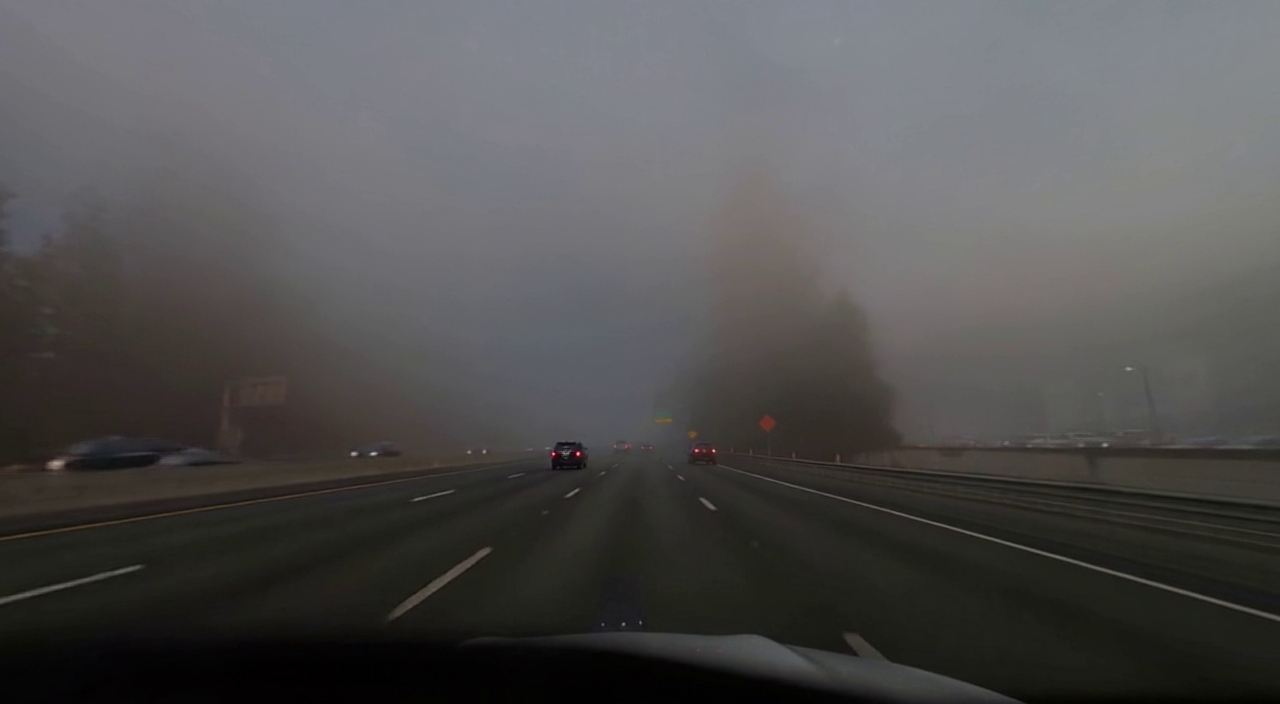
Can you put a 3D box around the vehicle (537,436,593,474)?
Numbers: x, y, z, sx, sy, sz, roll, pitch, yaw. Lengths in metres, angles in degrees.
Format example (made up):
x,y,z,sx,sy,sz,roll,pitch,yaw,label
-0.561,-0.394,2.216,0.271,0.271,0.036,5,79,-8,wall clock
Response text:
x,y,z,sx,sy,sz,roll,pitch,yaw,label
-3.640,5.093,31.462,2.196,1.733,4.355,0,-8,1,vehicle

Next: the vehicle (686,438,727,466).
x,y,z,sx,sy,sz,roll,pitch,yaw,label
4.420,6.680,42.353,2.229,1.704,4.392,0,-8,0,vehicle

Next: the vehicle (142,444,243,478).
x,y,z,sx,sy,sz,roll,pitch,yaw,label
-20.777,5.040,29.493,1.867,1.429,3.776,0,-8,1,vehicle

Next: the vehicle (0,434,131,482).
x,y,z,sx,sy,sz,roll,pitch,yaw,label
-24.748,4.349,26.262,2.203,1.783,5.772,0,-8,1,vehicle
